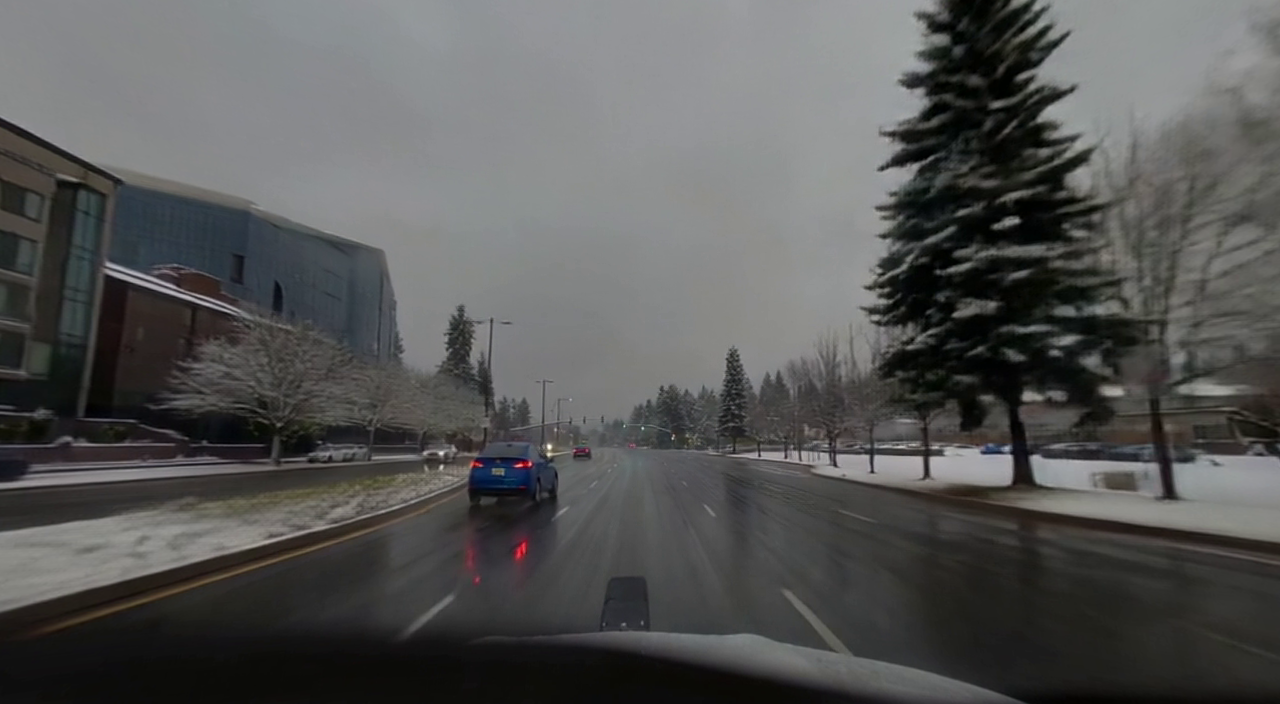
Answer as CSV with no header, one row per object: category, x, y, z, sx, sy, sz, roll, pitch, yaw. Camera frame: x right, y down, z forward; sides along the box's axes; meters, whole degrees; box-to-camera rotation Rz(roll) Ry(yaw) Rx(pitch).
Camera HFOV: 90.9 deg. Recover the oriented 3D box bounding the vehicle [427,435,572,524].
vehicle,-2.823,2.646,13.726,2.009,1.489,4.543,-3,-8,1
